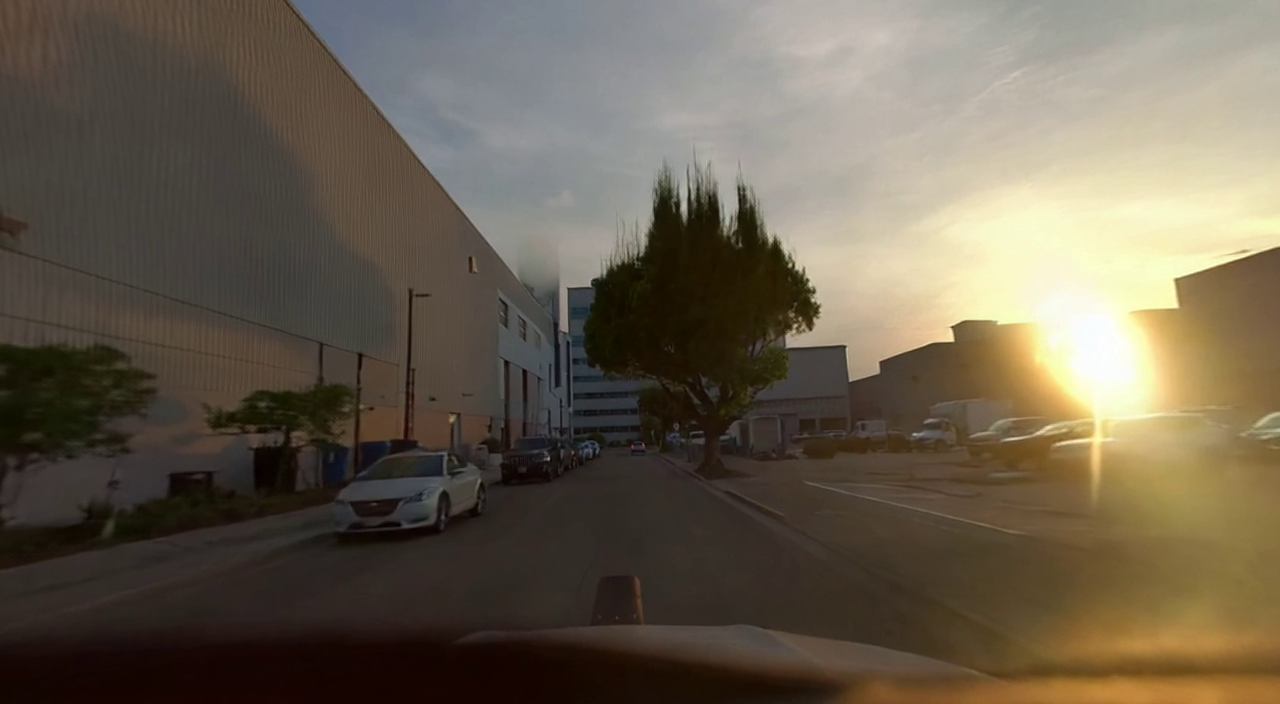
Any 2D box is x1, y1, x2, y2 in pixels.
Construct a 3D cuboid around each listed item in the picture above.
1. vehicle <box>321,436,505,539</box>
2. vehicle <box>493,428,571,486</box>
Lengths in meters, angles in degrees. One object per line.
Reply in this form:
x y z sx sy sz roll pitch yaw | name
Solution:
-4.151 2.552 12.391 2.040 1.501 4.440 -4 -9 -1 | vehicle
-4.021 4.078 24.356 2.161 1.843 5.181 -4 -10 -2 | vehicle
